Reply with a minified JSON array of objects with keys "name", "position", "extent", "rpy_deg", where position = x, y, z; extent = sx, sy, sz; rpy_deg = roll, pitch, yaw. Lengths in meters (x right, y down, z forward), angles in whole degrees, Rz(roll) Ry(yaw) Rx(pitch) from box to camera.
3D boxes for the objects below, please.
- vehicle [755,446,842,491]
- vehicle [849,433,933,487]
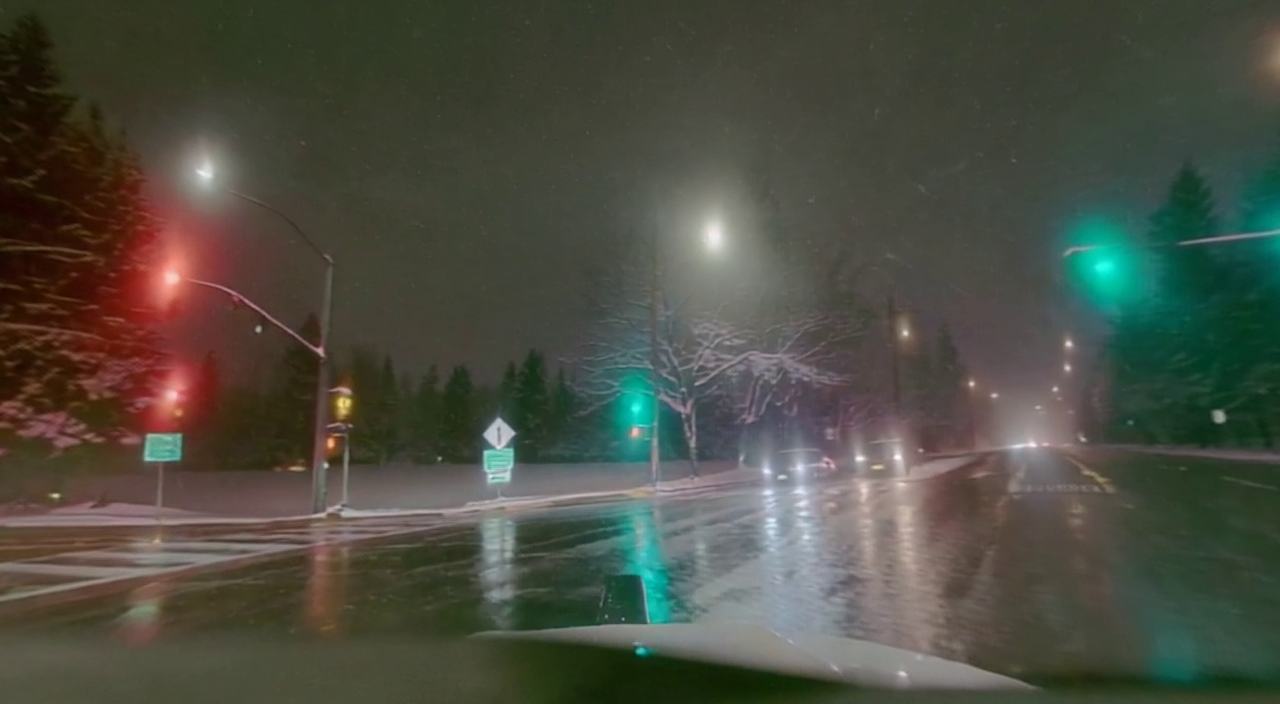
[{"name":"vehicle","position":[6.032,4.288,23.517],"extent":[2.029,1.504,4.293],"rpy_deg":[-5,-10,29]},{"name":"vehicle","position":[9.053,3.811,22.429],"extent":[2.090,1.697,4.341],"rpy_deg":[-5,-10,29]}]
